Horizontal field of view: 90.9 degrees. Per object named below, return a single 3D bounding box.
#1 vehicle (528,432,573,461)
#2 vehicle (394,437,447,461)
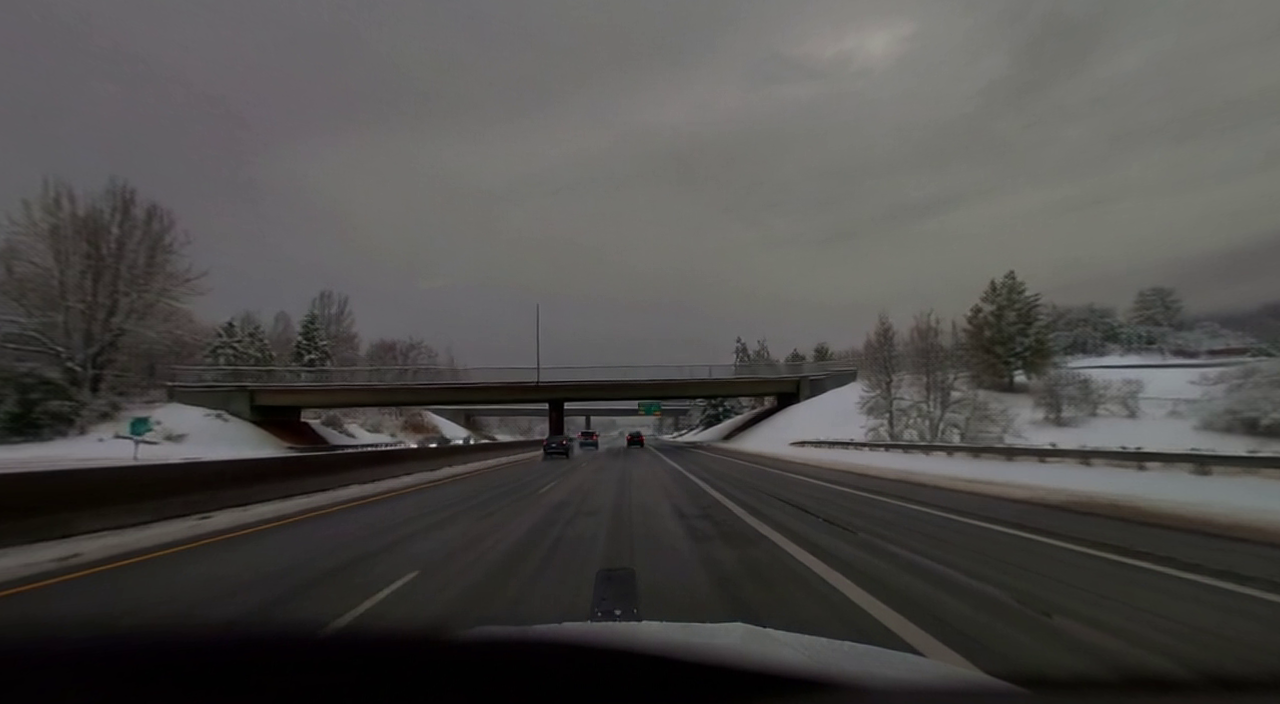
[{"bbox_3d":[-4.892,5.231,35.011,1.933,1.473,4.023,0,-8,0],"label":"vehicle"},{"bbox_3d":[-13.852,6.111,40.005,1.851,1.451,4.277,0,-8,-1],"label":"vehicle"}]
